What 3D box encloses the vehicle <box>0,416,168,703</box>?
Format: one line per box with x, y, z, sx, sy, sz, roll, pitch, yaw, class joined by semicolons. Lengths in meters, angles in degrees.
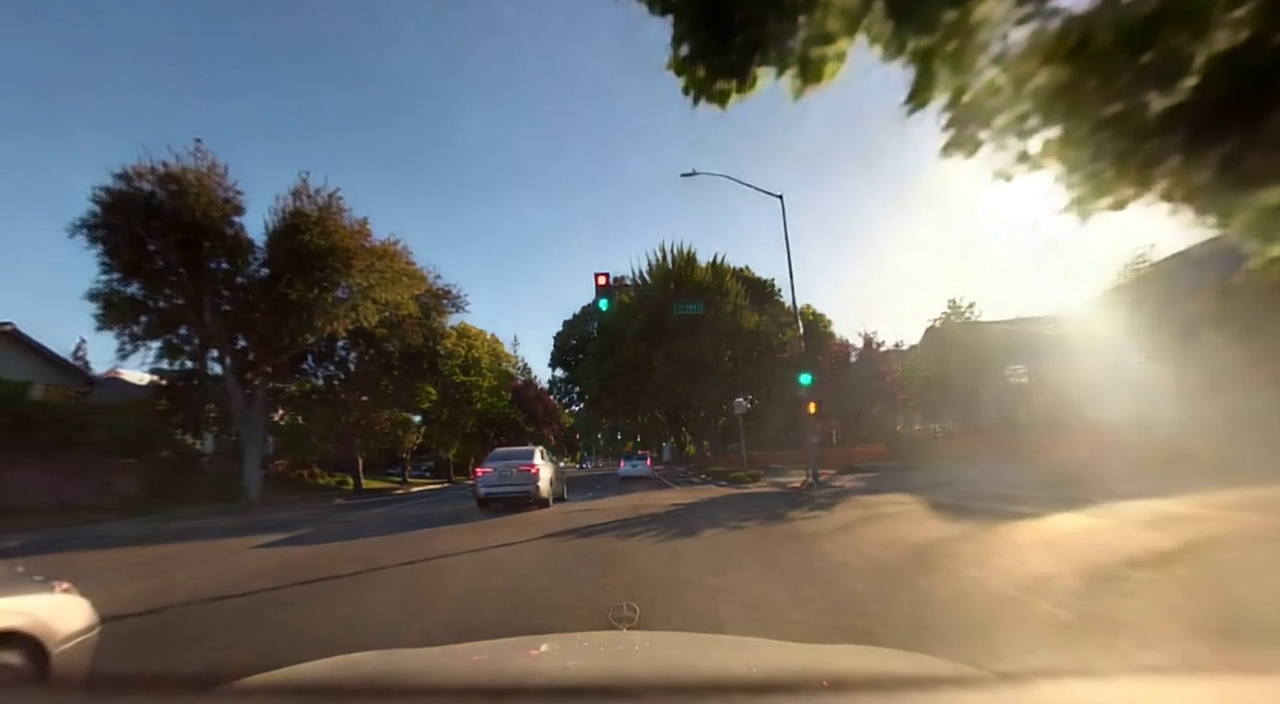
-3.521;0.793;0.998;1.934;1.475;4.741;-1;-8;-1;vehicle

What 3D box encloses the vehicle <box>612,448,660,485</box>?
-0.188;5.177;28.848;2.062;1.518;3.901;-1;-8;-1;vehicle

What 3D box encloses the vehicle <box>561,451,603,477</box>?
-3.731;7.330;41.448;2.268;1.522;4.350;-1;-8;0;vehicle

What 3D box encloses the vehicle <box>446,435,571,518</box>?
-3.151;3.066;16.168;2.157;1.771;4.452;-1;-8;1;vehicle
